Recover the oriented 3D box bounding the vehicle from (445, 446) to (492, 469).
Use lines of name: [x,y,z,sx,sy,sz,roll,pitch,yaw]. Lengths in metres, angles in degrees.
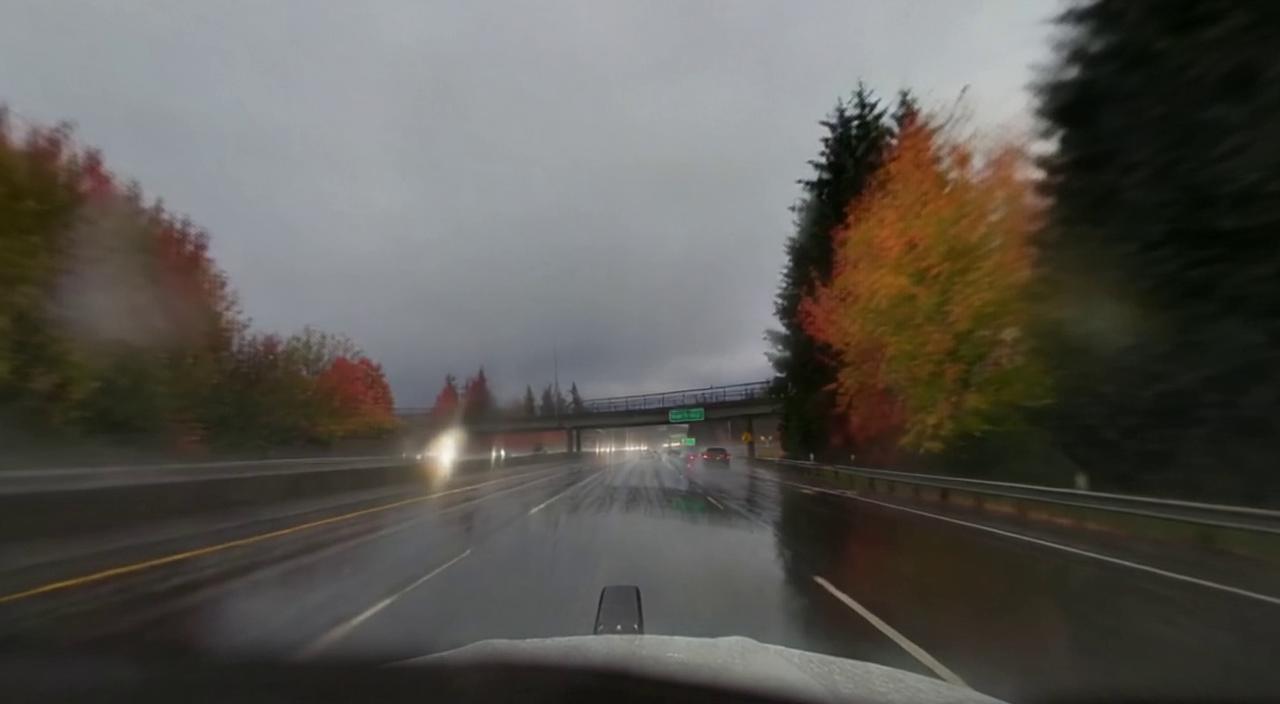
vehicle: [-12.320,7.634,45.392,1.984,1.555,4.588,-1,-9,2]
